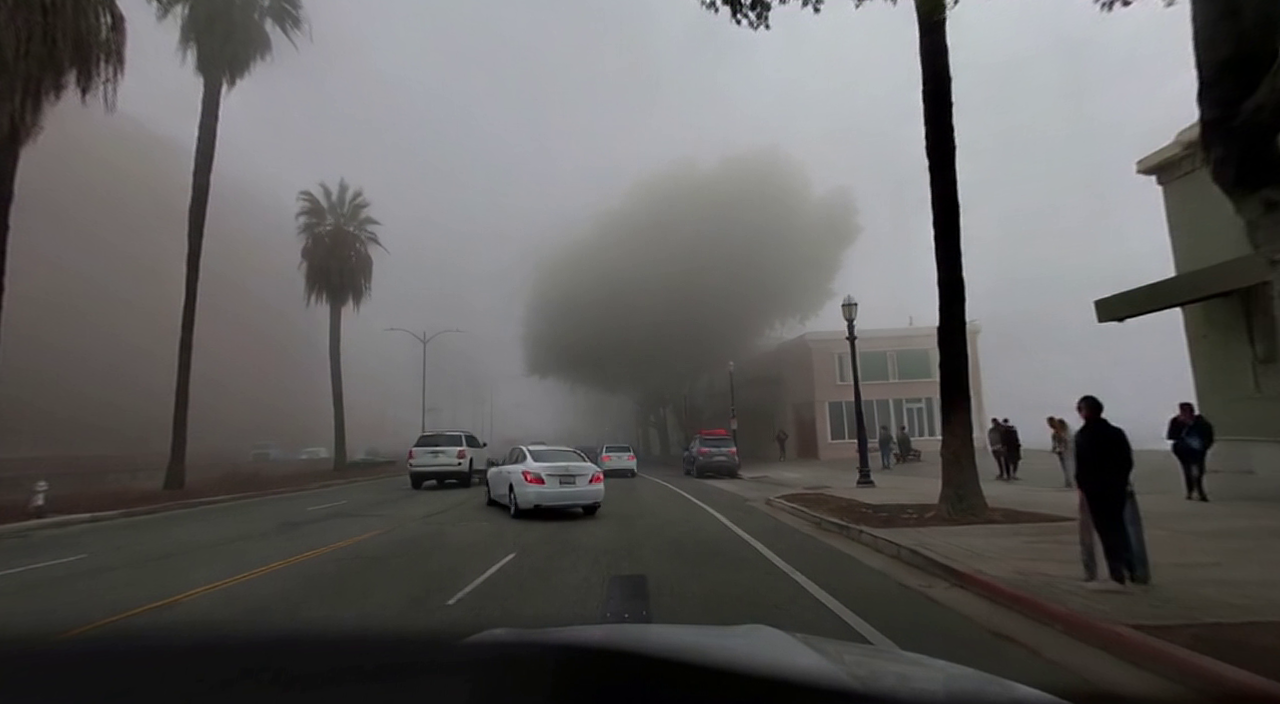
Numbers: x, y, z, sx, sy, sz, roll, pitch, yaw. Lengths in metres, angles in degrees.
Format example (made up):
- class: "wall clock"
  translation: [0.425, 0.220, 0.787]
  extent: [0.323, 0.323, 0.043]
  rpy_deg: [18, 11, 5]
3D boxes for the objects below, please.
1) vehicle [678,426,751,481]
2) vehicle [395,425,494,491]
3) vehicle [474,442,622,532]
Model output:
- class: "vehicle"
  translation: [3.179, 4.471, 28.016]
  extent: [2.126, 2.167, 5.098]
  rpy_deg: [1, -9, -6]
- class: "vehicle"
  translation: [-6.826, 3.764, 22.702]
  extent: [2.164, 2.047, 5.455]
  rpy_deg: [0, -9, -4]
- class: "vehicle"
  translation: [-2.093, 2.627, 13.026]
  extent: [1.930, 1.477, 4.657]
  rpy_deg: [3, -9, -22]
